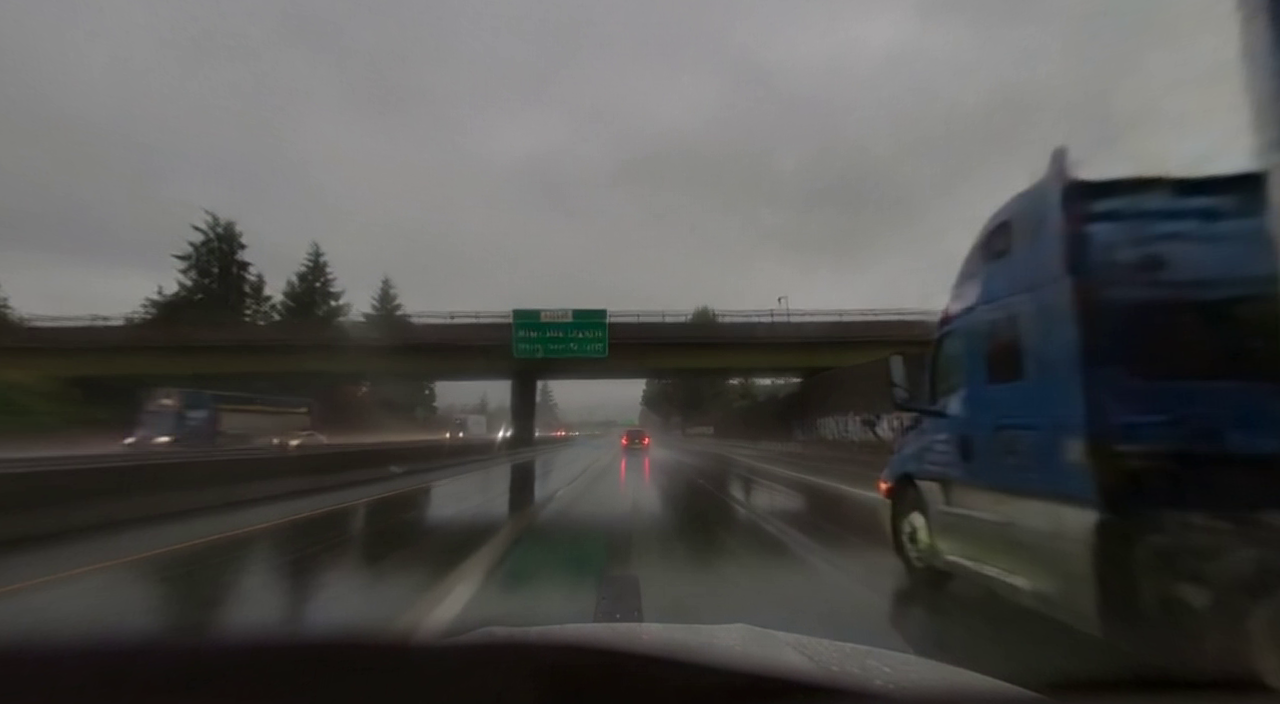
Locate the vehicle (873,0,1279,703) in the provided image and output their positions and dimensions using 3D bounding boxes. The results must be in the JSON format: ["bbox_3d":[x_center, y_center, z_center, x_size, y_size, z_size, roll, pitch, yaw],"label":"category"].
[{"bbox_3d":[4.014,-0.113,3.457,3.036,3.846,5.889,0,-8,-1],"label":"vehicle"}]

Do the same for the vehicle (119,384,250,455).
[{"bbox_3d":[-26.974,4.124,37.765,3.137,3.871,6.148,0,-8,-1],"label":"vehicle"}]

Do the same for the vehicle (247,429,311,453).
[{"bbox_3d":[-22.833,5.639,40.001,1.709,1.457,4.012,0,-8,-1],"label":"vehicle"}]

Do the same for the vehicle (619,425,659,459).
[{"bbox_3d":[-0.090,5.481,38.565,2.277,1.913,4.510,0,-8,-1],"label":"vehicle"}]
